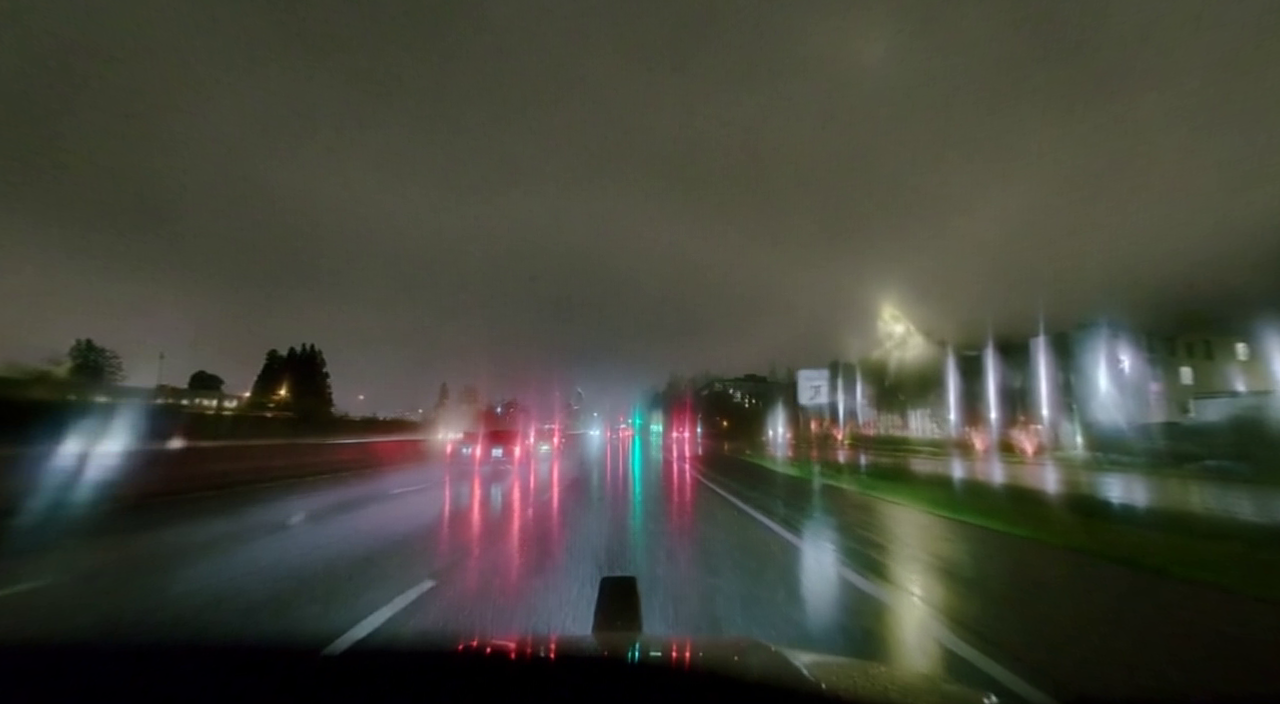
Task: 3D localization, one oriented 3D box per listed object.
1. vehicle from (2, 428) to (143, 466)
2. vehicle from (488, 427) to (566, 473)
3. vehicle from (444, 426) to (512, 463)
[{"bbox_3d":[-24.738,4.139,27.711,1.782,1.520,4.747,0,-8,0],"label":"vehicle"},{"bbox_3d":[-3.968,3.539,22.906,1.996,1.490,4.571,0,-8,0],"label":"vehicle"},{"bbox_3d":[-7.550,4.339,29.727,1.985,1.575,4.453,0,-8,1],"label":"vehicle"}]
